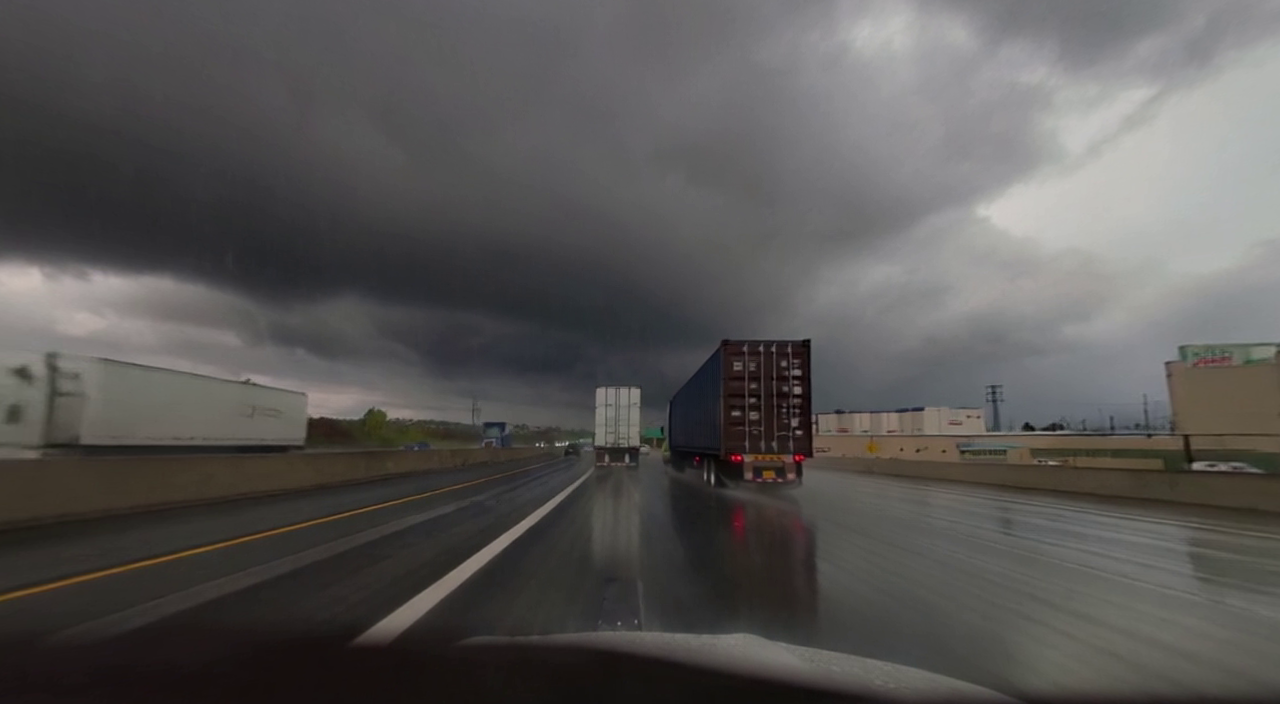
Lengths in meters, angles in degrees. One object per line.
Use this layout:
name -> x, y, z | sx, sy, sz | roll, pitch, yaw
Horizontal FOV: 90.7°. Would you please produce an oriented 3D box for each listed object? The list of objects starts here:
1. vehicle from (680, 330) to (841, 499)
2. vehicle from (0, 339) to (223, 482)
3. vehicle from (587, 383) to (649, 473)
vehicle -> 3.289, 2.419, 21.684 | 2.803, 4.072, 12.744 | 0, -8, -1
vehicle -> -20.795, 2.371, 23.074 | 3.084, 4.220, 12.355 | 0, -9, -2
vehicle -> -1.048, 4.370, 35.047 | 2.841, 4.071, 12.046 | 0, -8, 0
